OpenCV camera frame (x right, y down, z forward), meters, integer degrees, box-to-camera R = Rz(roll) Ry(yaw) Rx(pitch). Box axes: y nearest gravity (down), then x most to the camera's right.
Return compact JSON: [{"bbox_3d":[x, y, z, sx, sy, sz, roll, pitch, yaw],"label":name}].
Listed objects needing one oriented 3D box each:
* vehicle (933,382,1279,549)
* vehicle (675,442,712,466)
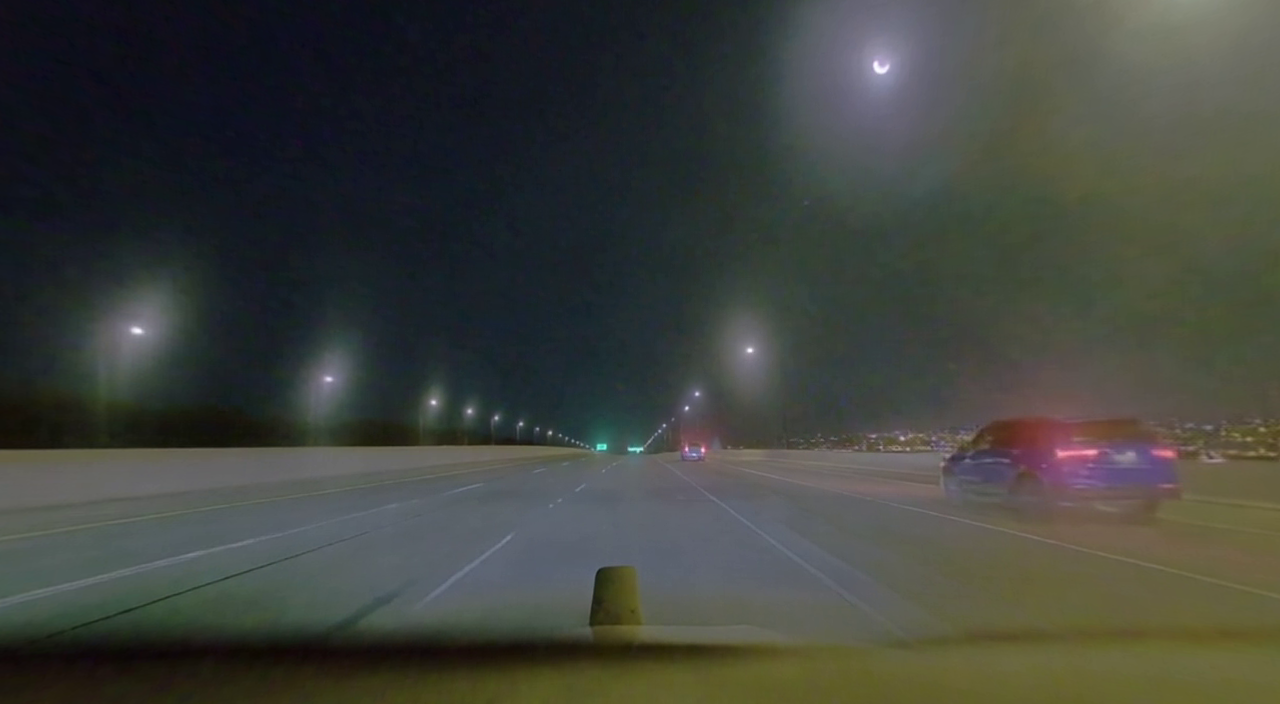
[{"bbox_3d":[6.706,1.670,9.792,2.065,1.953,4.605,0,-8,0],"label":"vehicle"},{"bbox_3d":[3.464,6.712,41.761,2.000,1.533,3.770,0,-8,-1],"label":"vehicle"}]
